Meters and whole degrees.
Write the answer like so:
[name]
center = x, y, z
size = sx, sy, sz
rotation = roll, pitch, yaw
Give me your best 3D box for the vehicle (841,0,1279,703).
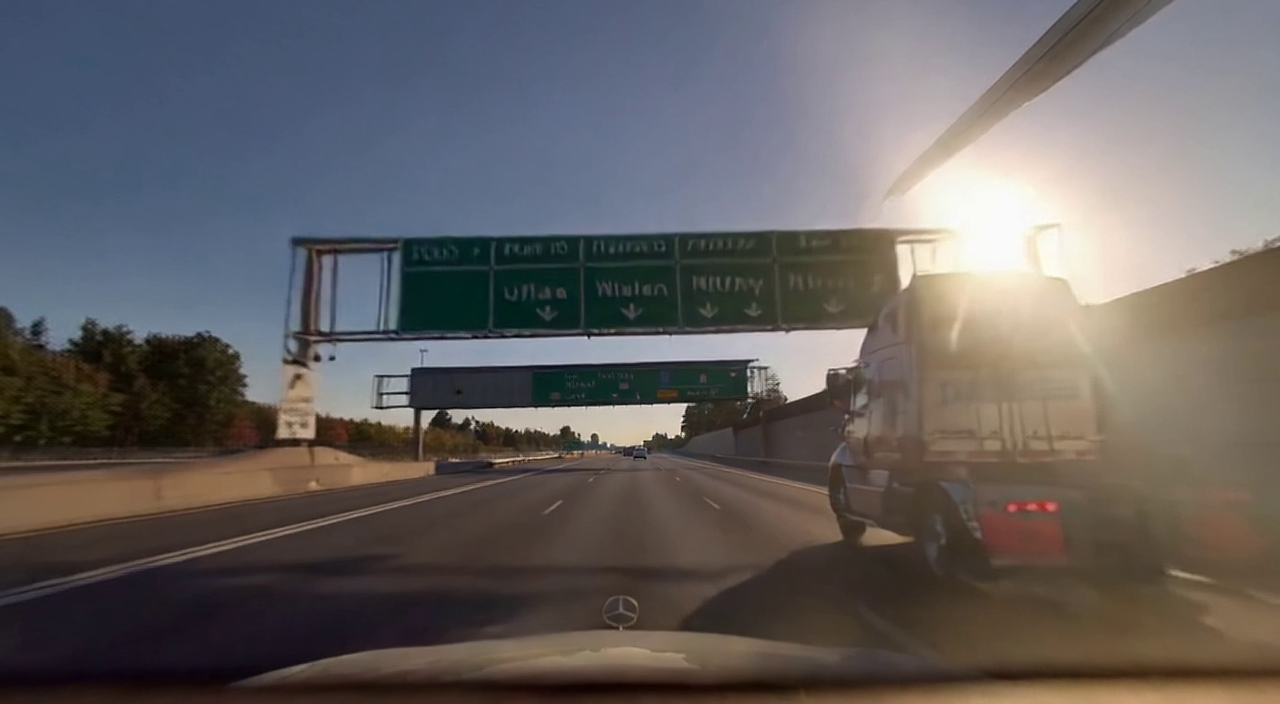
[vehicle]
center = 4.073, -0.175, 2.426
size = 3.027, 3.989, 10.585
rotation = 0, -9, 0
